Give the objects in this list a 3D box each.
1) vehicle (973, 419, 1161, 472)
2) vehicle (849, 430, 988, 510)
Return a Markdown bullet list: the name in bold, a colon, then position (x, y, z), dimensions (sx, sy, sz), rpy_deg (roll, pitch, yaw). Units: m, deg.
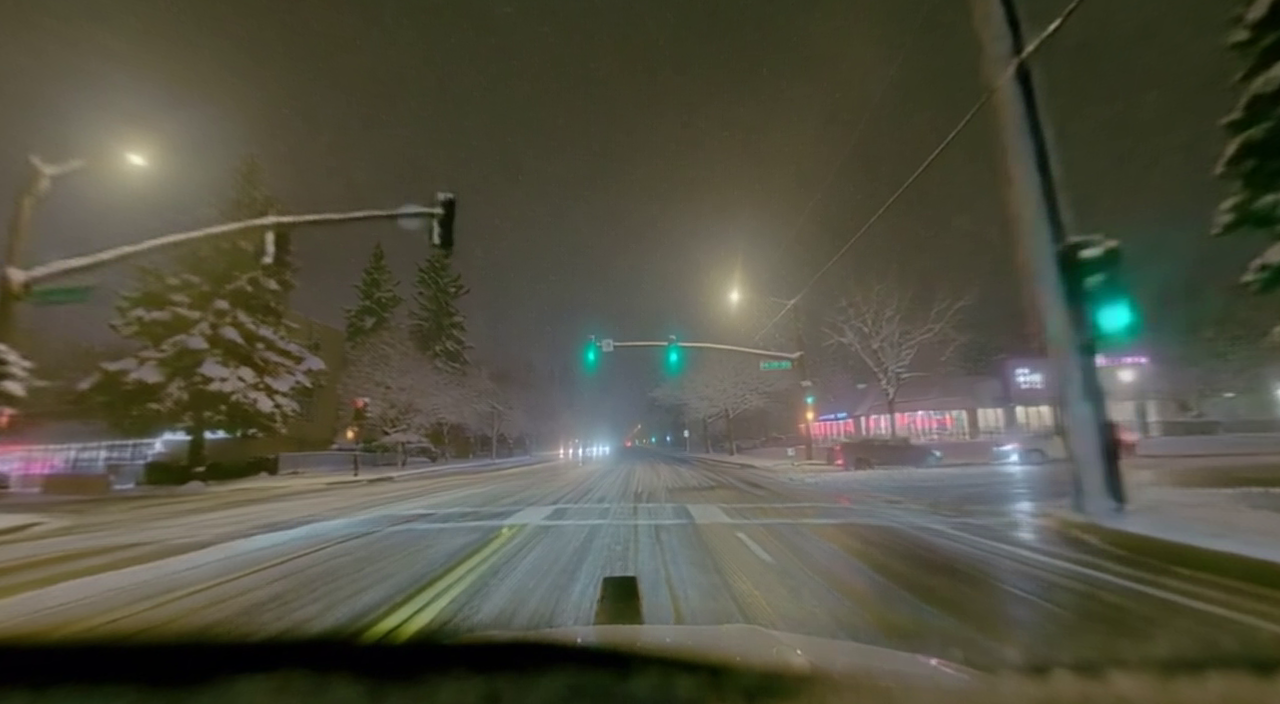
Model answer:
- **vehicle**: position (14.140, 3.121, 21.103), dimensions (4.704, 1.544, 2.112), rpy_deg (-1, -8, 0)
- **vehicle**: position (6.447, 2.549, 14.253), dimensions (2.064, 1.470, 4.610), rpy_deg (-5, -9, 33)
